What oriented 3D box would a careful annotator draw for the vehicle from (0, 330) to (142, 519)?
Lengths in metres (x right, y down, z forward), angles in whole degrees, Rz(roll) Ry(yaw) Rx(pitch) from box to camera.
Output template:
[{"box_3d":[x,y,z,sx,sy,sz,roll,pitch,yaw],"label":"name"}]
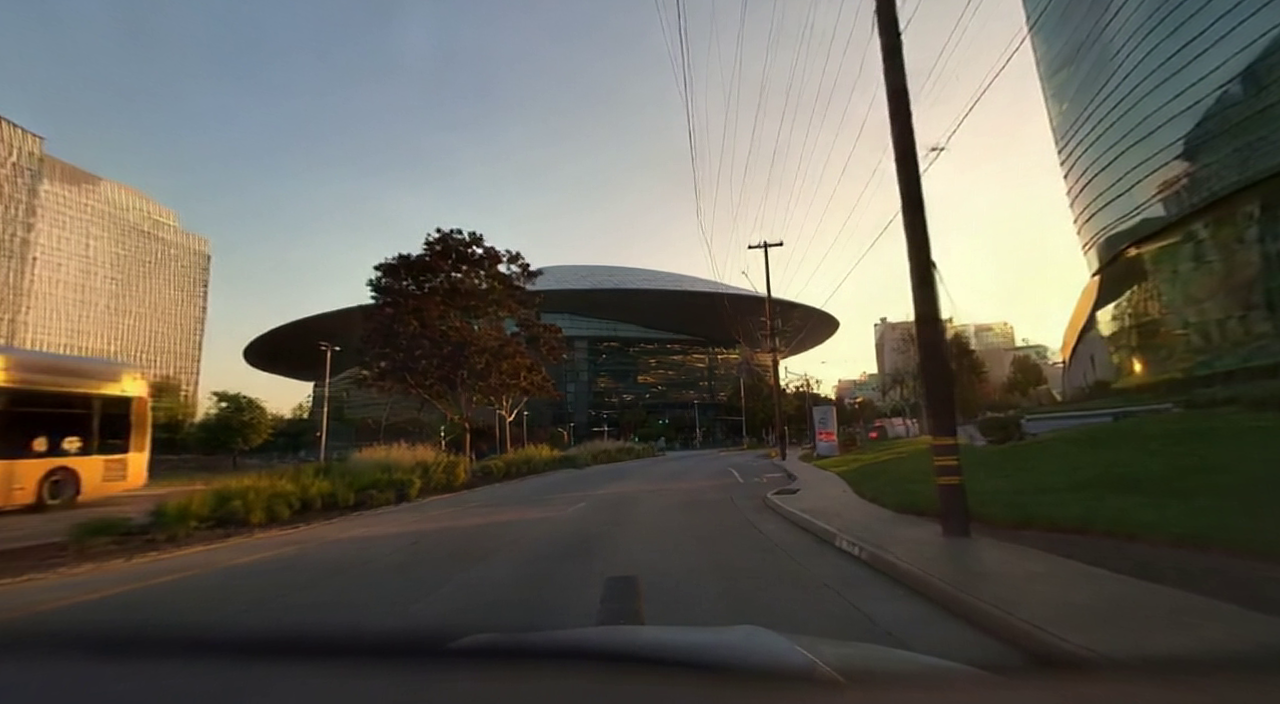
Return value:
[{"box_3d":[-15.416,1.244,11.499,3.014,4.047,11.442,0,-9,1],"label":"vehicle"}]
